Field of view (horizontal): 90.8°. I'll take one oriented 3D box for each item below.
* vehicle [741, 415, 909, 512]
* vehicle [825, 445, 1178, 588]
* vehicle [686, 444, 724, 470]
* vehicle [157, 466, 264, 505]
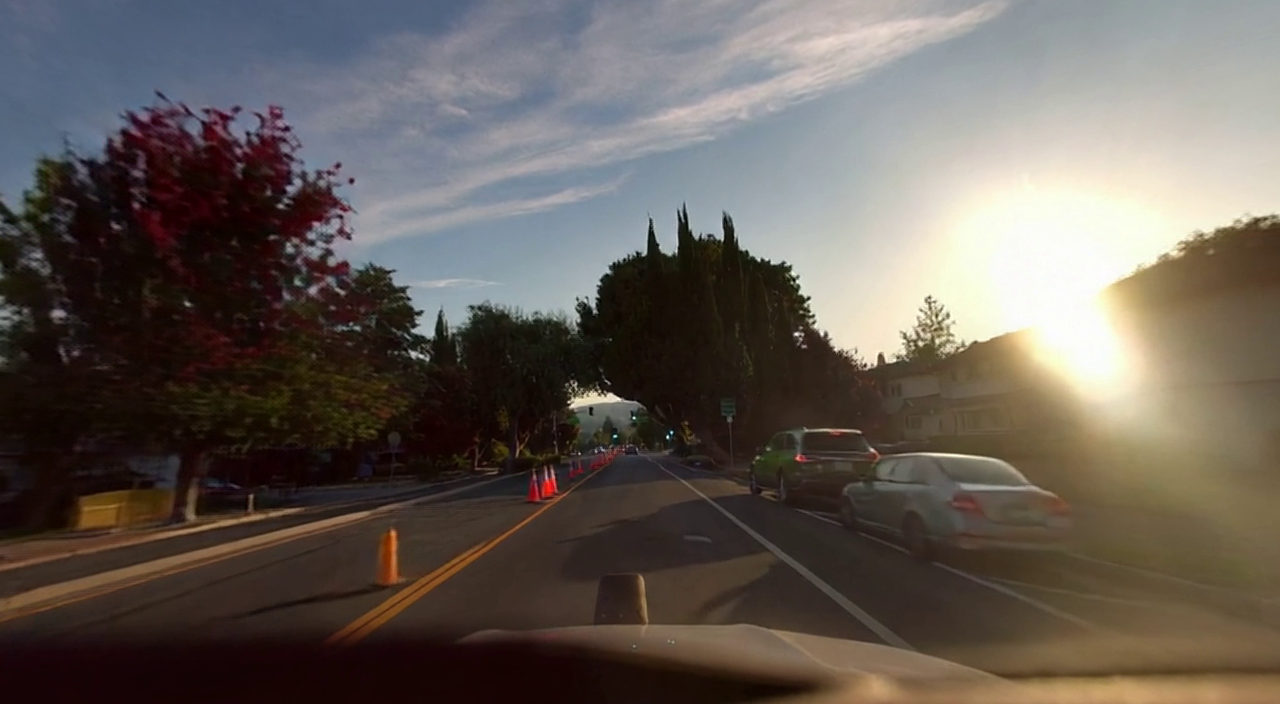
[{"bbox_3d":[4.116,2.600,15.169,2.255,1.914,4.967,0,-9,-3],"label":"vehicle"},{"bbox_3d":[4.146,1.922,8.391,1.928,1.333,4.586,0,-9,-1],"label":"vehicle"},{"bbox_3d":[3.909,6.396,38.600,1.870,1.441,4.539,-1,-9,1],"label":"vehicle"},{"bbox_3d":[-20.229,6.270,30.078,2.015,1.444,4.958,-1,-9,-5],"label":"vehicle"}]
